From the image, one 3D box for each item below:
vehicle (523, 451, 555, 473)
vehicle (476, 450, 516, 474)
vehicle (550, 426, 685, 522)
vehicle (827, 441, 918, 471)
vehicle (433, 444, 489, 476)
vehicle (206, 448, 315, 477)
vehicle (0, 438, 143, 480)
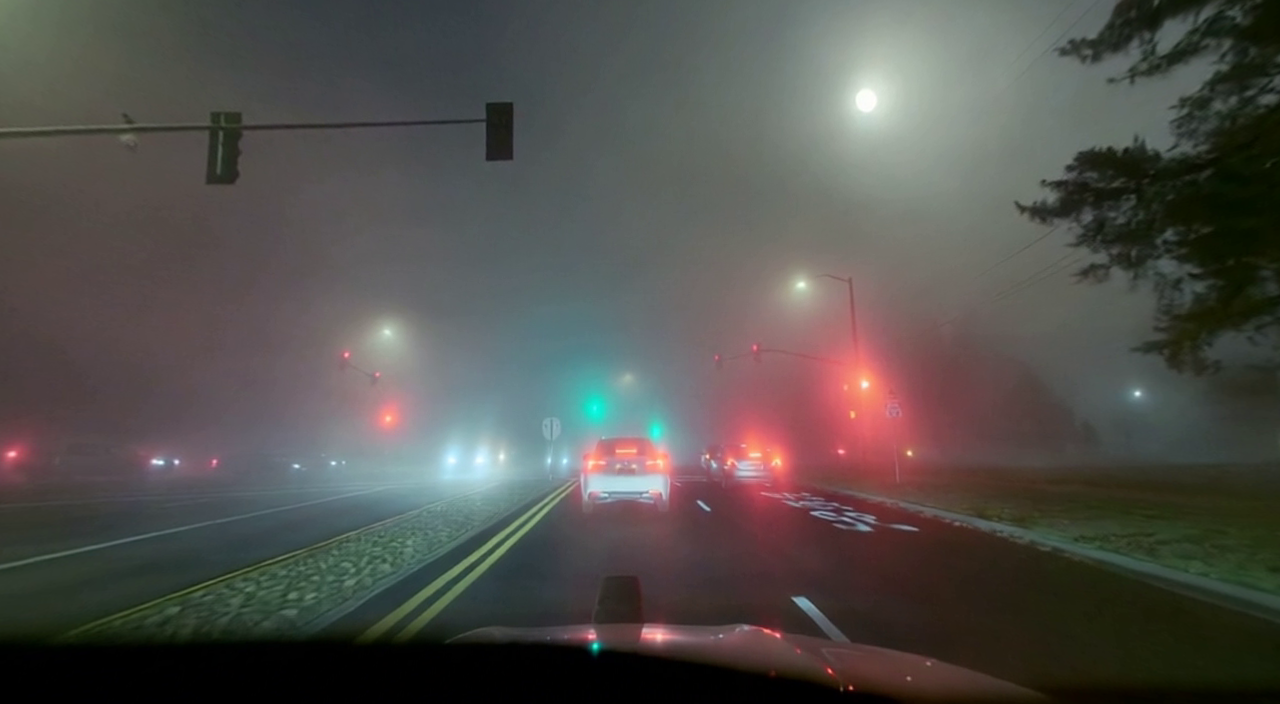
[{"bbox_3d":[-7.402,8.088,46.732,2.077,1.449,4.838,1,-8,-6],"label":"vehicle"},{"bbox_3d":[-10.259,7.895,45.420,2.078,1.534,4.646,1,-8,-4],"label":"vehicle"},{"bbox_3d":[-0.371,2.221,12.086,2.112,1.479,4.264,0,-8,-1],"label":"vehicle"},{"bbox_3d":[12.452,5.522,33.776,4.601,1.485,1.929,4,-9,-27],"label":"vehicle"},{"bbox_3d":[-9.044,5.473,32.331,2.073,1.459,4.495,1,-8,-7],"label":"vehicle"},{"bbox_3d":[-20.044,5.862,33.609,4.548,1.449,1.802,2,-8,-13],"label":"vehicle"},{"bbox_3d":[-25.747,4.770,28.351,4.877,1.754,1.978,2,-8,-13],"label":"vehicle"}]
